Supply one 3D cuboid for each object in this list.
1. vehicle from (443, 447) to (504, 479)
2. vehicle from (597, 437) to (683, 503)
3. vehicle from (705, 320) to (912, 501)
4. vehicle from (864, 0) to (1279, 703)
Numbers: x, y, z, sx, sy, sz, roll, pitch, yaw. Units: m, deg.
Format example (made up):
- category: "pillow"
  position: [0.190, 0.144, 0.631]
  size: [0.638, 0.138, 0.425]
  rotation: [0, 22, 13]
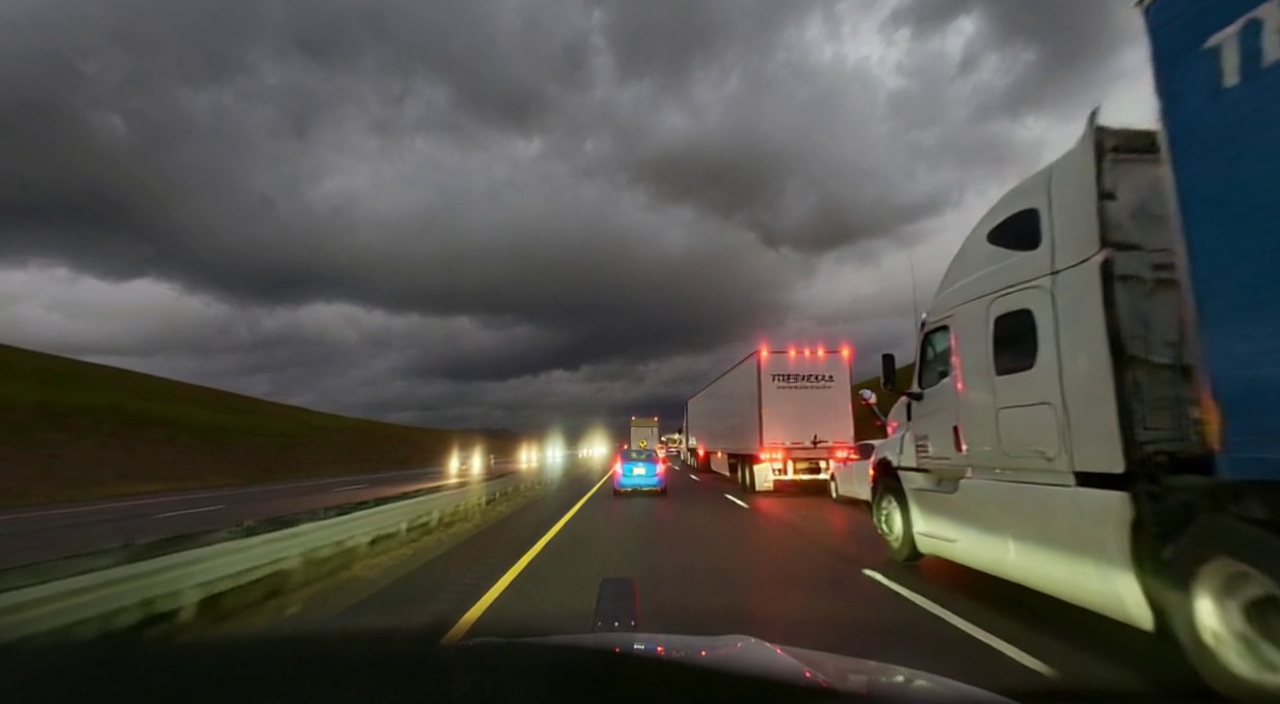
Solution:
- category: "vehicle"
  position: [-9.818, 6.576, 37.487]
  size: [2.259, 1.699, 4.510]
  rotation: [-1, -8, 2]
- category: "vehicle"
  position: [-0.030, 3.066, 16.841]
  size: [2.045, 1.507, 3.763]
  rotation: [0, -8, -1]
- category: "vehicle"
  position: [4.383, 2.012, 19.530]
  size: [3.235, 4.197, 9.908]
  rotation: [0, -8, -3]
- category: "vehicle"
  position: [4.235, -0.062, 3.727]
  size: [3.150, 4.051, 6.527]
  rotation: [0, -8, -1]
